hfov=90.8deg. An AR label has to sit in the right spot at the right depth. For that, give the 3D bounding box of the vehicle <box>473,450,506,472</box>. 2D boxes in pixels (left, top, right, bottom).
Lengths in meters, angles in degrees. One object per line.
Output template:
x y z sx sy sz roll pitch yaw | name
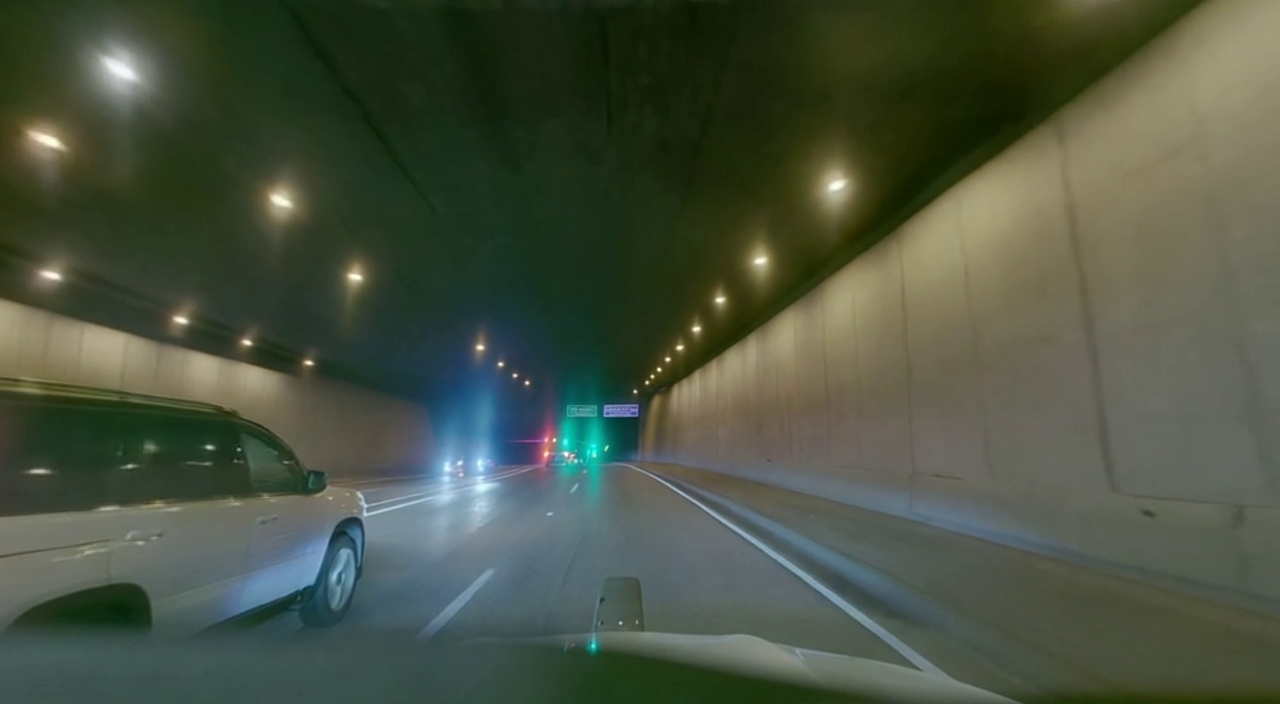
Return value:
-10.899 7.899 45.902 1.691 1.439 4.136 0 -9 -4 | vehicle

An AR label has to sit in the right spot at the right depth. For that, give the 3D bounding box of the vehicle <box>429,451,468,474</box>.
-14.163 8.173 46.936 1.788 1.622 4.284 0 -9 -4 | vehicle

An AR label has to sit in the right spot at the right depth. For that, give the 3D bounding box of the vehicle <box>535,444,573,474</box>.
-5.194 6.499 38.661 1.961 1.725 4.315 0 -9 -4 | vehicle
